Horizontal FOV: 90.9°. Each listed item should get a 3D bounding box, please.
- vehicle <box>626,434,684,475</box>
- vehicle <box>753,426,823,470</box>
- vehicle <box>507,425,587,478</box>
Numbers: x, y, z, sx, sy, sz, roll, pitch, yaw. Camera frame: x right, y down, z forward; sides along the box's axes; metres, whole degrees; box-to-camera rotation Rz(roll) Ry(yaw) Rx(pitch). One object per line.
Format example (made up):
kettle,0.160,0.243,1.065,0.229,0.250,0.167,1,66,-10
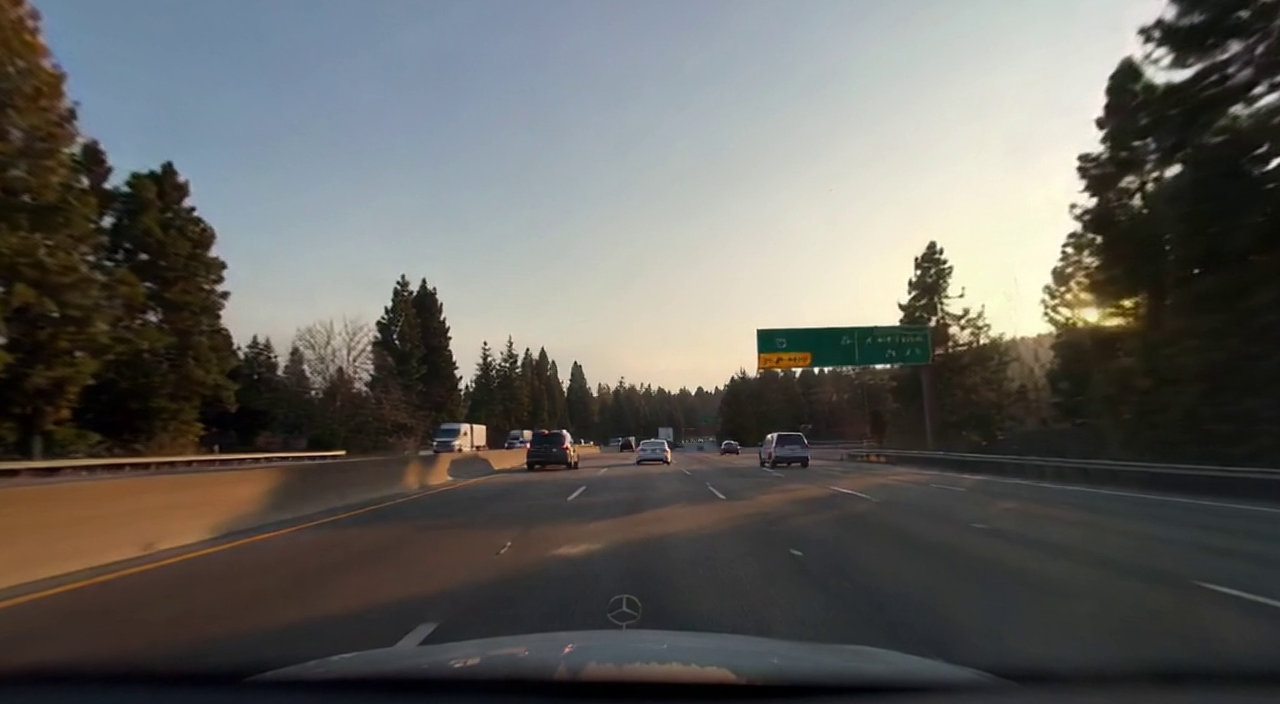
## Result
vehicle,0.550,4.001,24.817,2.071,1.464,4.162,0,-8,1
vehicle,6.960,4.593,30.308,2.094,1.916,5.099,0,-8,0
vehicle,-3.230,3.575,22.826,2.140,1.720,4.410,0,-8,1
